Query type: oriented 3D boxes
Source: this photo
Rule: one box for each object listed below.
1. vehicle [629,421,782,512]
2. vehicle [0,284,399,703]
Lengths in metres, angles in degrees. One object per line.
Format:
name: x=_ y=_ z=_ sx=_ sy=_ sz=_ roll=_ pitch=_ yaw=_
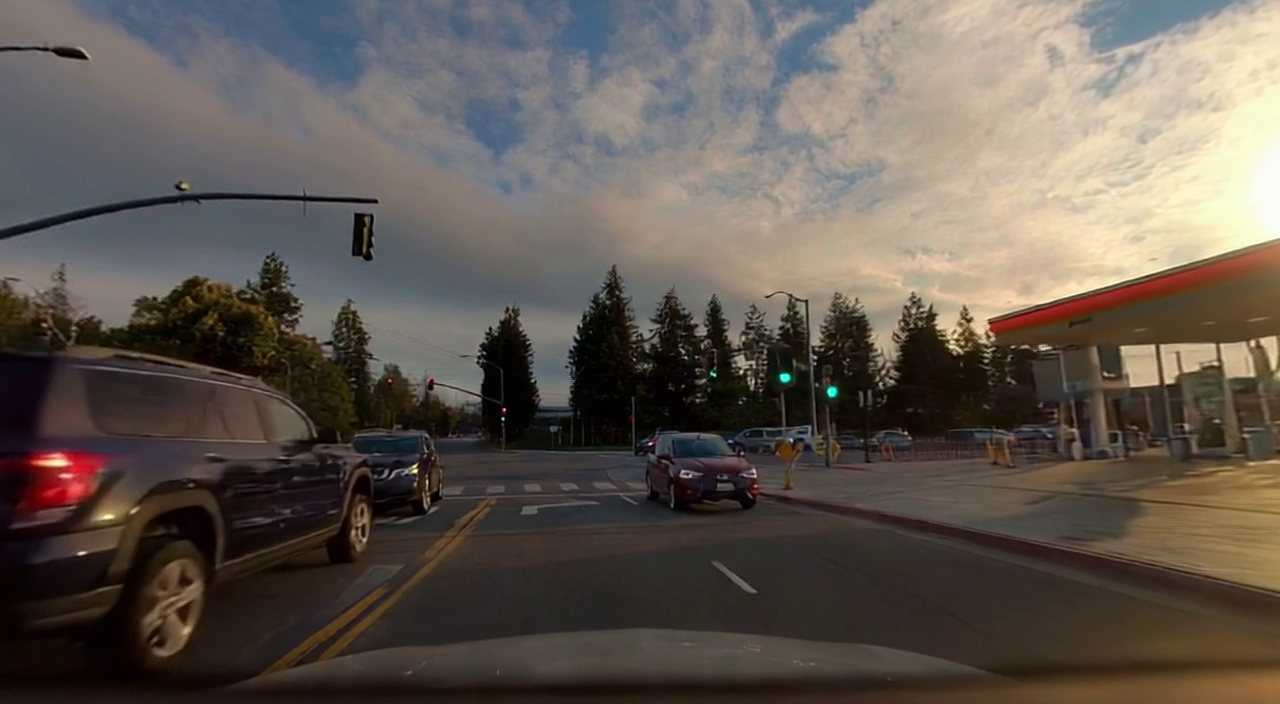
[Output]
vehicle: x=1.341 y=2.705 z=15.374 sx=2.202 sy=1.822 sz=4.826 roll=2 pitch=-9 yaw=-13
vehicle: x=-3.784 y=1.040 z=4.839 sx=2.254 sy=2.006 sz=4.766 roll=1 pitch=-9 yaw=-4
